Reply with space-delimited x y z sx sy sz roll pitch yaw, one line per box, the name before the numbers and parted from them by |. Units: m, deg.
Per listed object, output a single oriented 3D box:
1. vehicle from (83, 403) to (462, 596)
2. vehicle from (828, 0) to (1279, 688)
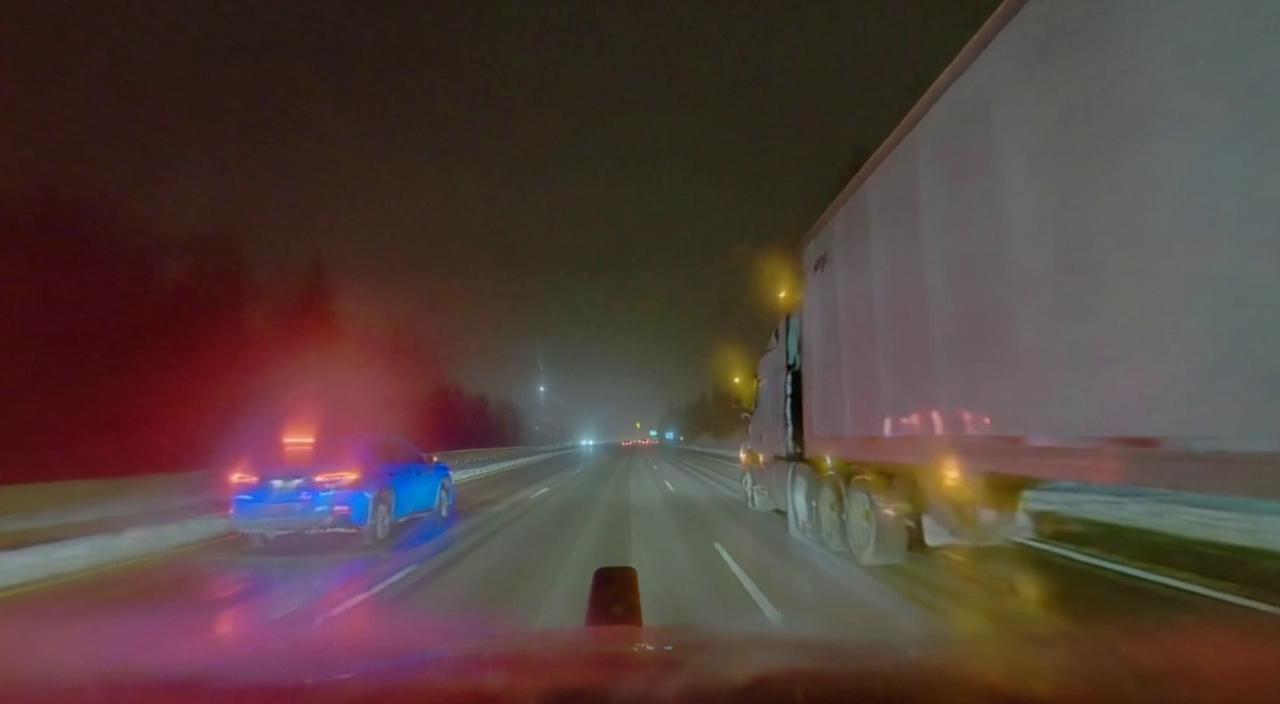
vehicle | -3.830 1.582 7.755 2.063 1.661 4.439 0 -8 -1
vehicle | 4.061 -0.689 1.743 2.850 3.894 13.987 0 -7 0
